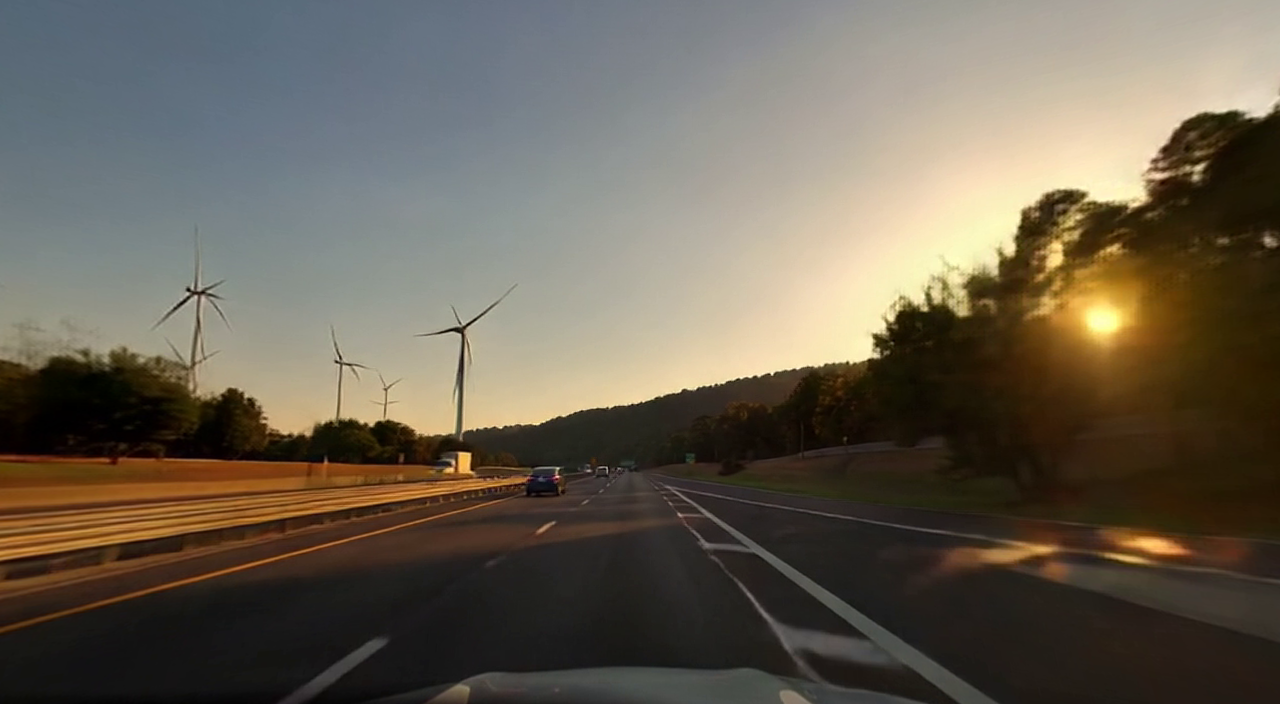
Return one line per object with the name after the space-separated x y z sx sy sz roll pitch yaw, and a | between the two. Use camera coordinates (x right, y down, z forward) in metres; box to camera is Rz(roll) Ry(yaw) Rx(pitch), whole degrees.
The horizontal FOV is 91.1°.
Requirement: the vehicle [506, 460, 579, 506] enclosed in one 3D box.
-3.495 4.795 23.272 2.001 1.486 4.104 1 -10 0 | vehicle
